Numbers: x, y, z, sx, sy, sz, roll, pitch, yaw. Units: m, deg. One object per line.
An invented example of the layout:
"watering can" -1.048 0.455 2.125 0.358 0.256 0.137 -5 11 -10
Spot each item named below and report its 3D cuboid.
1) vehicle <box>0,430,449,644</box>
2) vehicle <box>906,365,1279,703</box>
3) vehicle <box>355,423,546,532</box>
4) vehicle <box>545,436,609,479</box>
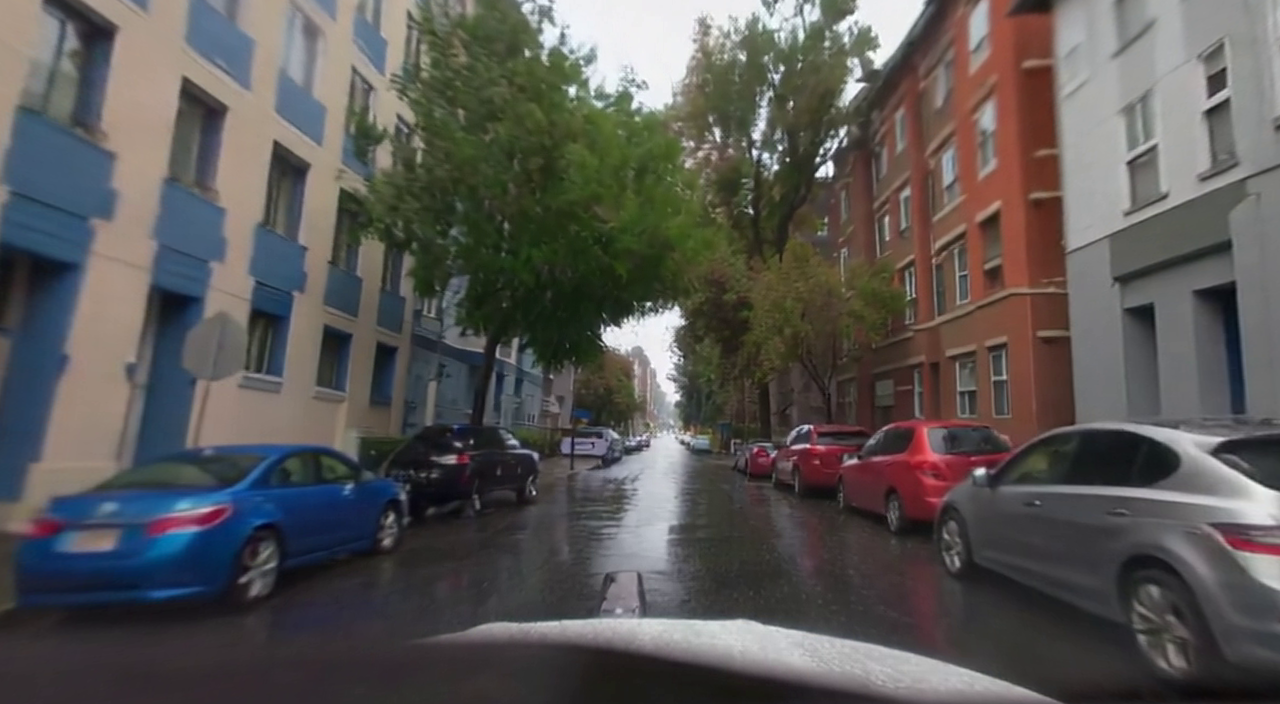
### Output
"vehicle" -3.703 1.560 6.506 1.830 1.427 4.294 -1 -8 4
"vehicle" 3.489 1.081 4.008 1.883 1.615 4.234 -1 -8 3
"vehicle" -3.197 2.201 11.710 1.942 1.629 4.302 -1 -8 4
"vehicle" -2.328 3.992 24.132 1.840 1.493 3.761 -1 -8 4
